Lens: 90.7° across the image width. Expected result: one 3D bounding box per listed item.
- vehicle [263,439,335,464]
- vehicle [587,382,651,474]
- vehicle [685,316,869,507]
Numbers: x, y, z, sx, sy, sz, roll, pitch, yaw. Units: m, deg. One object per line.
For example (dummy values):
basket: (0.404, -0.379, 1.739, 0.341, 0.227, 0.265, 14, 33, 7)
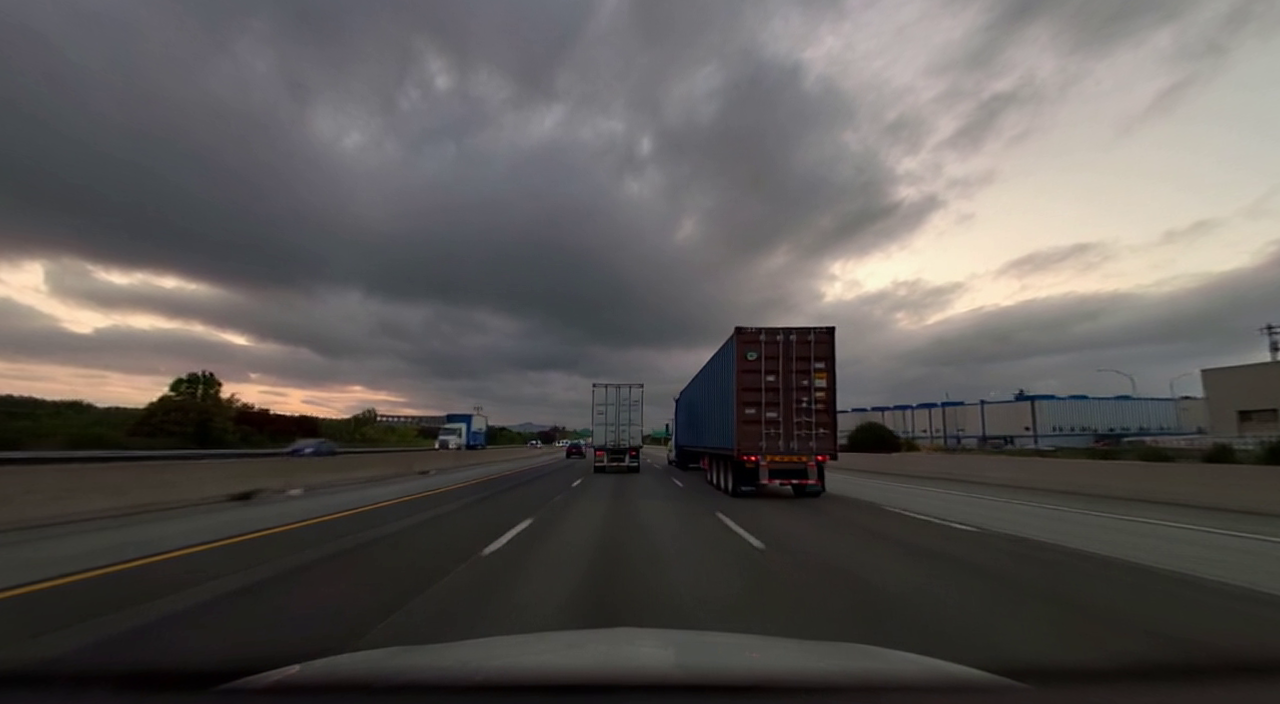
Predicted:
vehicle: (-21.163, 6.198, 39.519, 2.014, 1.475, 4.687, 0, -9, -2)
vehicle: (-0.936, 4.296, 34.440, 2.841, 4.071, 12.046, 0, -9, 0)
vehicle: (3.363, 2.170, 19.898, 2.803, 4.072, 12.744, 0, -9, 0)
